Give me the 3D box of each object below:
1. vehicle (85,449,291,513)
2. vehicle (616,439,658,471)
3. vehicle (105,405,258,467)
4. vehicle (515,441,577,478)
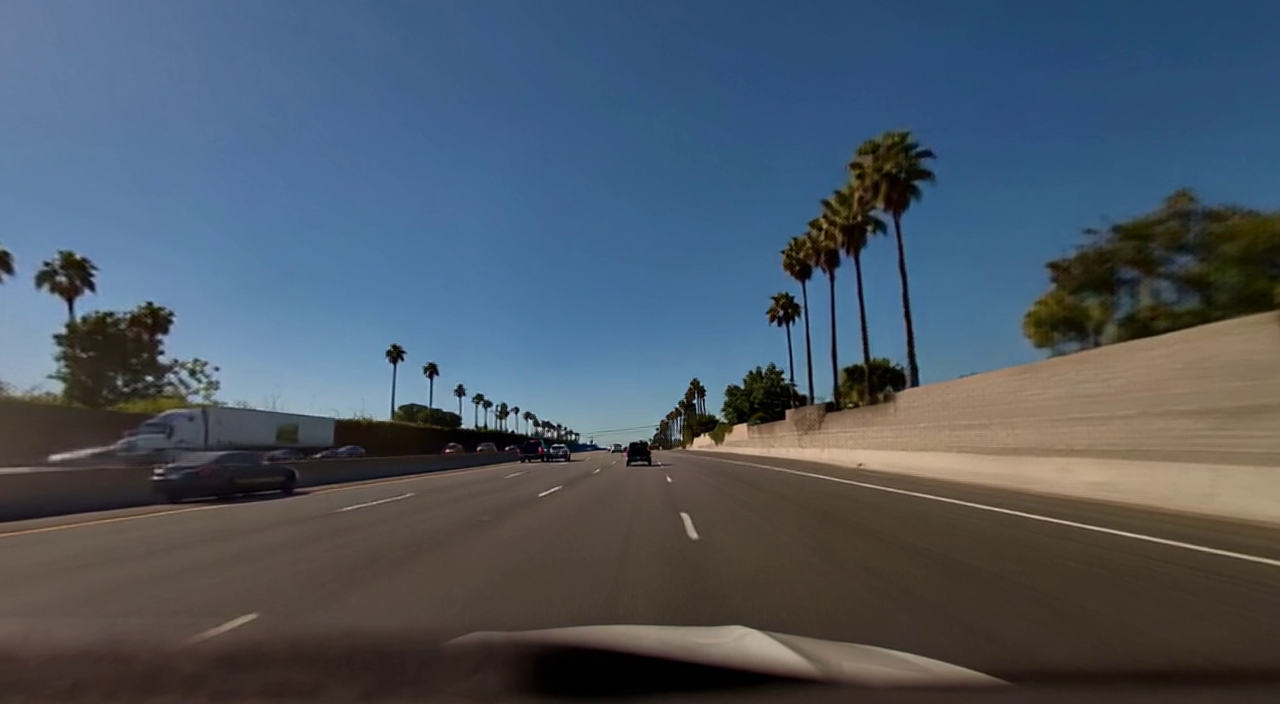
[{"bbox_3d":[-12.008,3.416,17.311,1.946,1.473,4.763,-1,-9,3],"label":"vehicle"},{"bbox_3d":[-0.122,5.750,35.450,2.201,1.672,4.128,0,-9,1],"label":"vehicle"},{"bbox_3d":[-32.611,6.153,45.770,3.163,4.010,9.911,-1,-9,3],"label":"vehicle"},{"bbox_3d":[-4.464,5.189,30.772,2.204,1.677,4.438,0,-9,2],"label":"vehicle"}]
